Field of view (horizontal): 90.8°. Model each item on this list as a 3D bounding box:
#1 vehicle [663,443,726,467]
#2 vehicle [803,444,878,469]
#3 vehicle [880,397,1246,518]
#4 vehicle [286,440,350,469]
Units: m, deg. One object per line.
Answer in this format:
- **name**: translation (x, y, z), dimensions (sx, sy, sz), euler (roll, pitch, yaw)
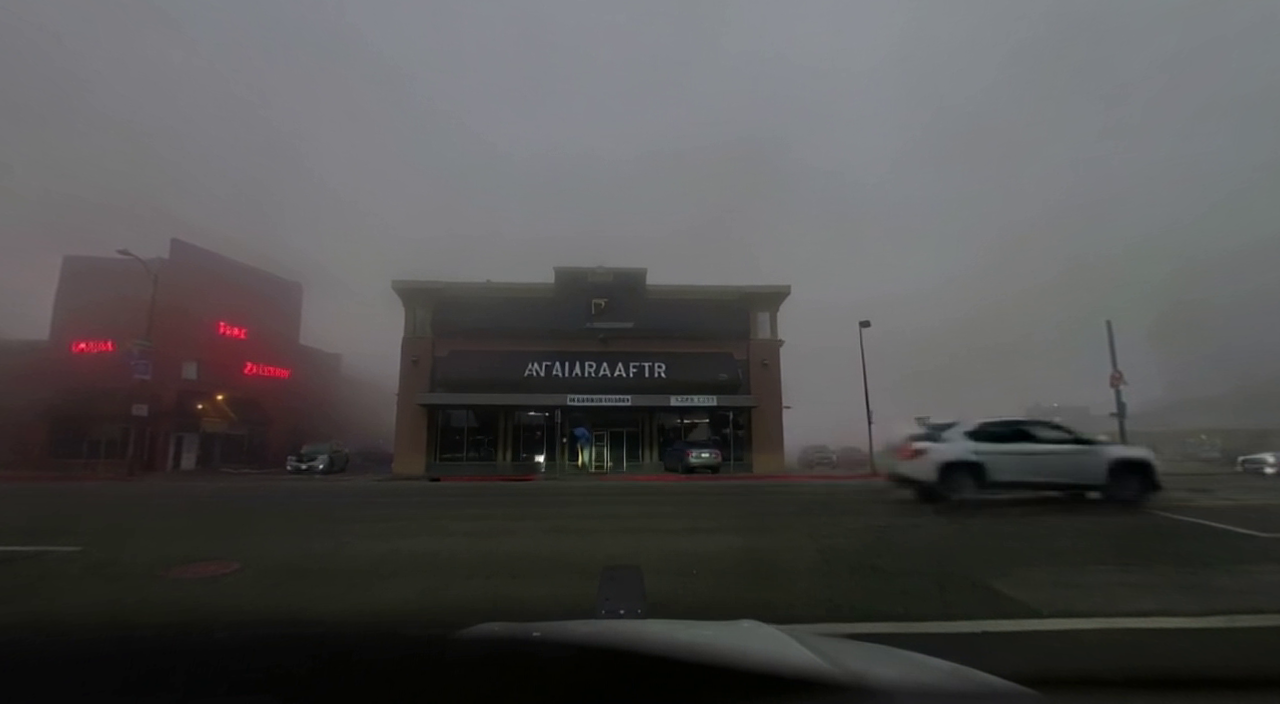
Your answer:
- **vehicle**: translation (3.447, 6.620, 40.855), dimensions (1.812, 1.468, 4.519), euler (5, -10, -28)
- **vehicle**: translation (12.851, 6.700, 40.733), dimensions (1.791, 1.453, 4.593), euler (5, -10, -29)
- **vehicle**: translation (6.828, 1.727, 10.601), dimensions (4.735, 1.779, 2.051), euler (1, -8, -5)
- **vehicle**: translation (-20.140, 6.365, 39.465), dimensions (4.596, 1.680, 1.936), euler (-8, -11, 41)
